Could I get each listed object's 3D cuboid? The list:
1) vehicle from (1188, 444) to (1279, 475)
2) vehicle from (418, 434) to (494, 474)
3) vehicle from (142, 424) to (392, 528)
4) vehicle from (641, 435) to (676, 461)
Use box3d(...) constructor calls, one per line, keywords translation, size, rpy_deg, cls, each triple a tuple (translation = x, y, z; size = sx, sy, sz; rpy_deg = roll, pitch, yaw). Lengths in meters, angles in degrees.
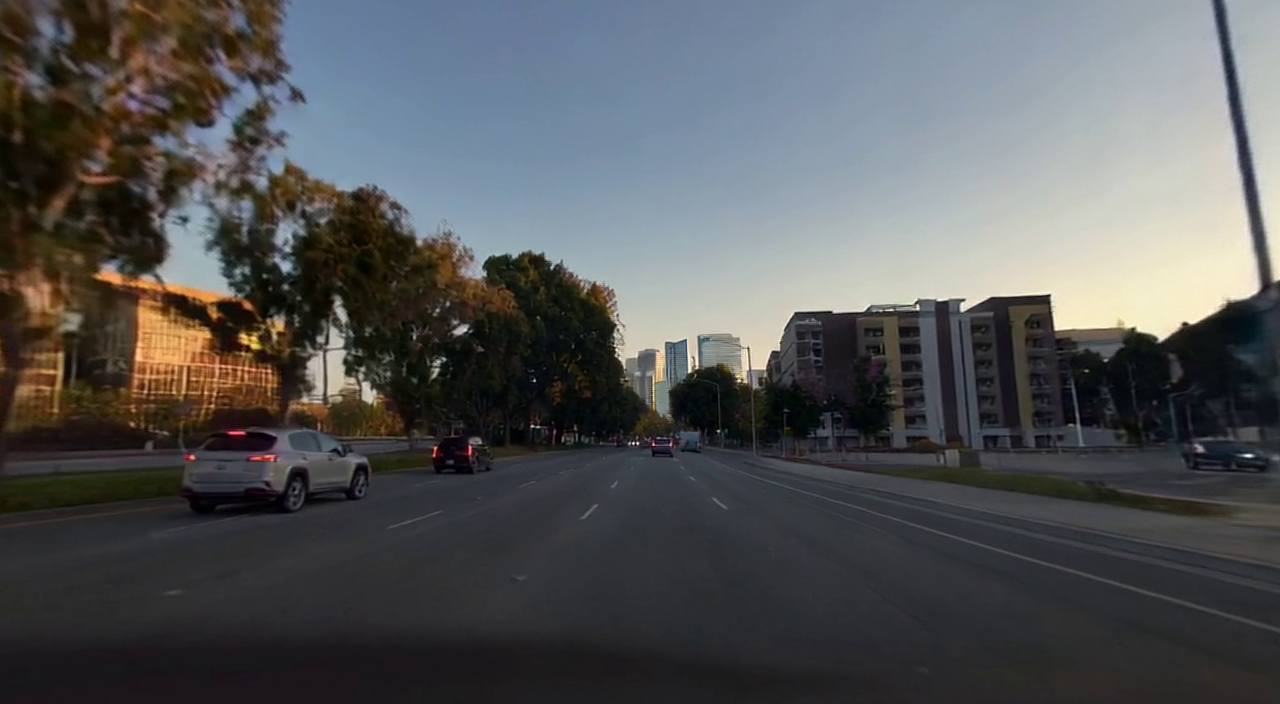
box3d(translation=(31.872, 5.564, 32.997), size=(1.966, 1.494, 4.685), rpy_deg=(0, -8, -4), cls="vehicle")
box3d(translation=(-8.843, 4.961, 30.805), size=(2.097, 1.782, 4.682), rpy_deg=(-1, -8, 3), cls="vehicle")
box3d(translation=(-7.184, 2.418, 12.910), size=(2.181, 1.728, 4.515), rpy_deg=(-1, -8, 3), cls="vehicle")
box3d(translation=(1.424, 7.096, 46.475), size=(2.345, 1.803, 4.261), rpy_deg=(-1, -8, 4), cls="vehicle")
